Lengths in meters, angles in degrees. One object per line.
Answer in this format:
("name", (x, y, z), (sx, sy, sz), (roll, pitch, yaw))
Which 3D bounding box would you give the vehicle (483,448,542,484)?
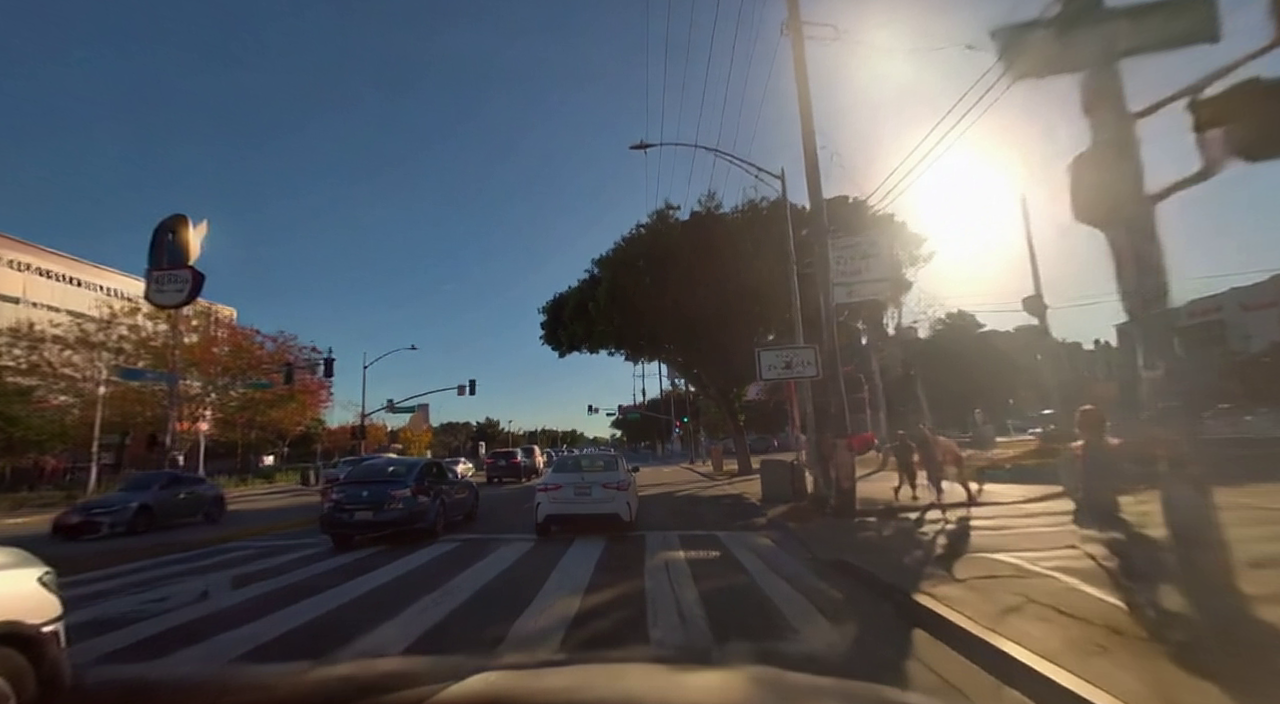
("vehicle", (-6.314, 5.667, 31.629), (2.012, 1.664, 3.917), (-1, -8, 2))

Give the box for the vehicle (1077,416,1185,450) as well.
("vehicle", (27.779, 4.677, 35.867), (2.083, 1.668, 4.638), (-1, -9, -5))

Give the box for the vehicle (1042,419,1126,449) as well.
("vehicle", (24.965, 4.687, 35.543), (1.690, 1.559, 3.521), (2, -10, -13))

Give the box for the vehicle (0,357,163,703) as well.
("vehicle", (-3.278, 0.638, 0.615), (2.042, 1.673, 4.516), (-1, -8, 0))

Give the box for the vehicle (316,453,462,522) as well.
("vehicle", (-6.421, 3.486, 16.782), (1.960, 1.479, 4.654), (-1, -8, 0))

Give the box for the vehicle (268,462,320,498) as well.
("vehicle", (-18.132, 6.680, 33.147), (1.964, 1.569, 4.256), (3, -9, -24))

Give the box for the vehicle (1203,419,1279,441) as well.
("vehicle", (46.289, 6.051, 48.377), (1.731, 1.495, 4.286), (-1, -8, -5))

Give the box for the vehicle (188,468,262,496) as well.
("vehicle", (-26.839, 8.386, 40.713), (3.960, 1.600, 1.885), (-3, -9, 19))

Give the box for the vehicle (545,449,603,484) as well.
("vehicle", (-3.044, 5.372, 29.927), (2.147, 1.472, 4.406), (-1, -8, 2))
